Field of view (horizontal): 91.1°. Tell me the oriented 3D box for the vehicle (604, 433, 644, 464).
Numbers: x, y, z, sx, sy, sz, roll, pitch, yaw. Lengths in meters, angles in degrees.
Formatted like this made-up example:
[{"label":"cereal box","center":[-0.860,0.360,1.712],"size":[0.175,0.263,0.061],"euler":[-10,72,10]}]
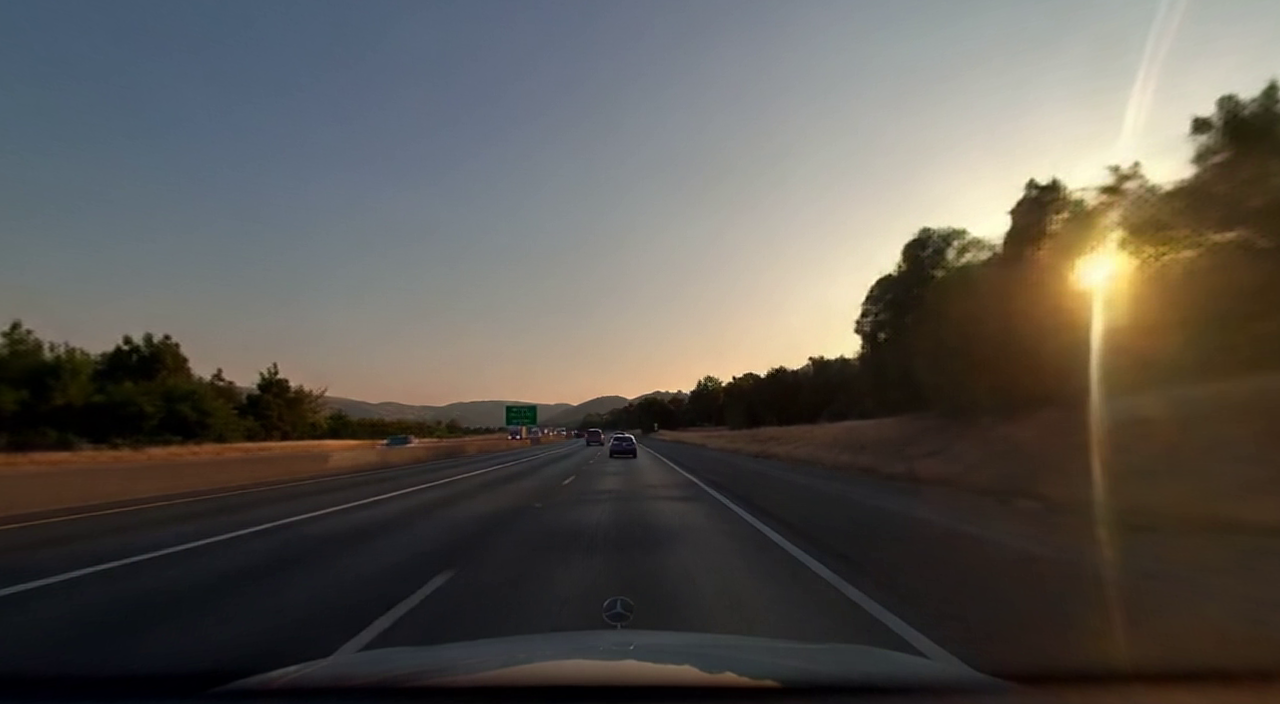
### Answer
[{"label":"vehicle","center":[-0.854,4.989,32.791],"size":[1.948,1.470,3.913],"euler":[0,-8,-2]}]
